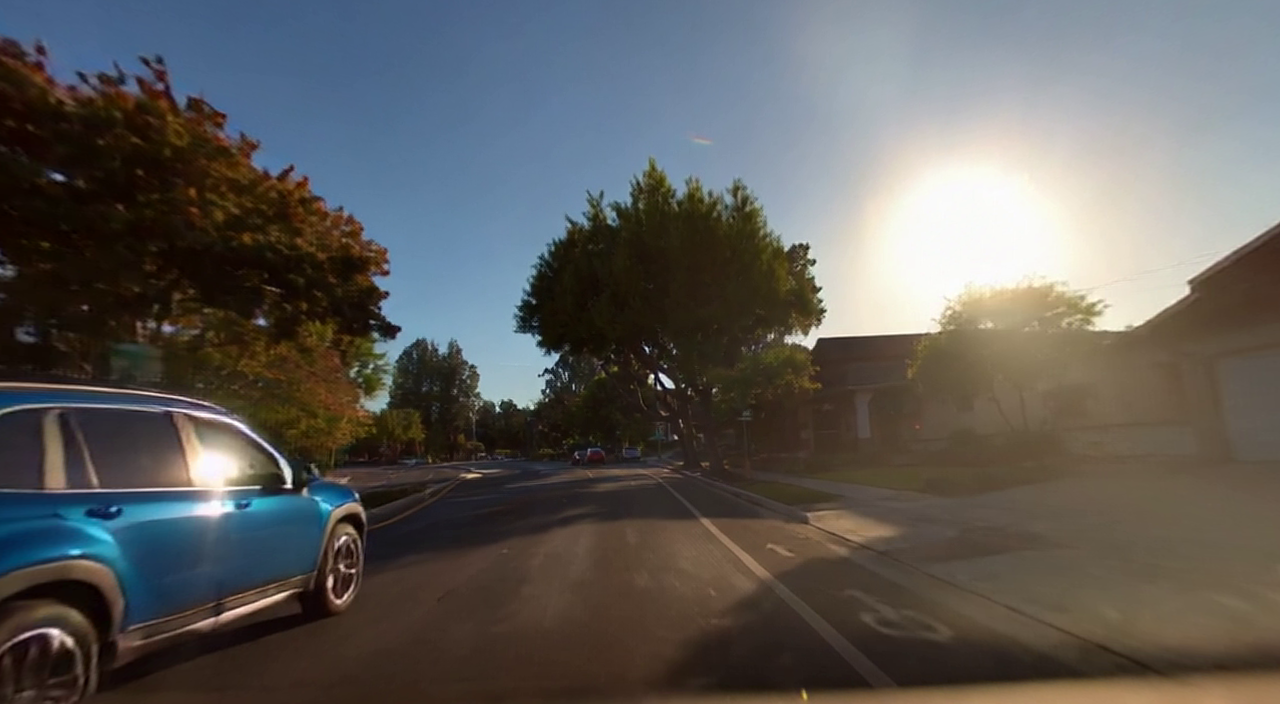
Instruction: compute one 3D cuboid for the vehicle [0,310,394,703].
[{"bbox_3d":[-3.670,0.967,3.495,2.276,1.960,5.561,0,-8,1],"label":"vehicle"}]
